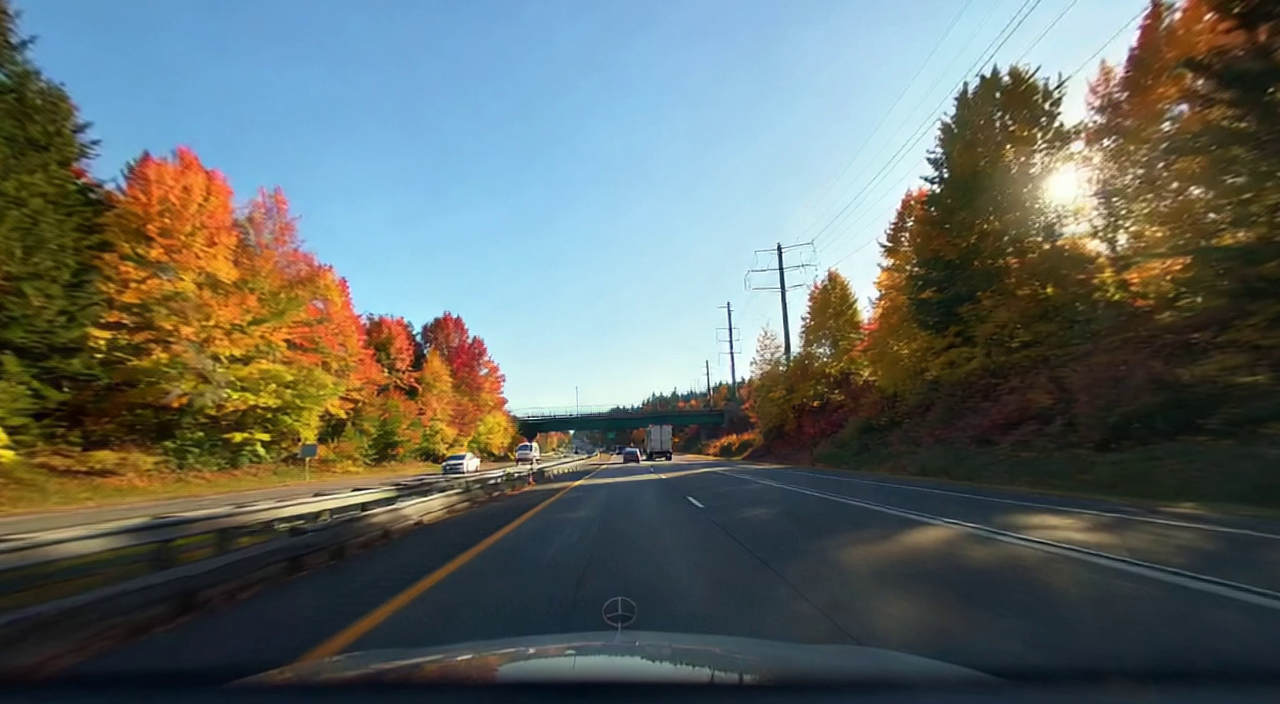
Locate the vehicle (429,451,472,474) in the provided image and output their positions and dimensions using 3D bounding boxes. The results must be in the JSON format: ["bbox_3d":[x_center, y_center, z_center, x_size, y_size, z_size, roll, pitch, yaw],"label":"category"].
[{"bbox_3d":[-14.110,8.242,46.992,1.930,1.569,4.186,0,-9,0],"label":"vehicle"}]

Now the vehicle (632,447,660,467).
[{"bbox_3d":[0.401,8.307,49.710,1.961,1.454,3.755,0,-9,-3],"label":"vehicle"}]
